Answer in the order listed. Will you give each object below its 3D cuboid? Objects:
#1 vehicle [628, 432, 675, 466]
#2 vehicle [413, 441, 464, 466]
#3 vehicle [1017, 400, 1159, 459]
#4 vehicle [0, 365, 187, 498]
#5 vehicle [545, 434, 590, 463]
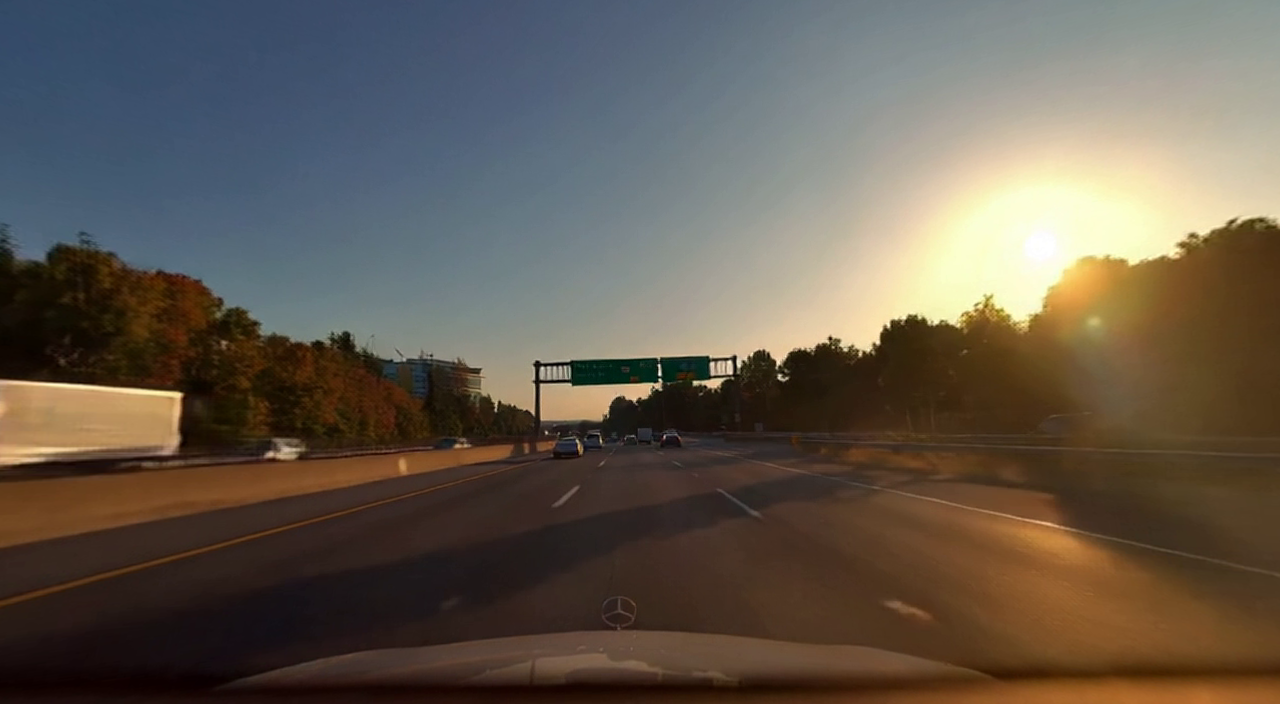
[{"bbox_3d":[0.494,4.732,31.000,2.086,1.554,3.875,0,-8,-2],"label":"vehicle"},{"bbox_3d":[-12.487,6.305,39.403,1.816,1.452,4.204,0,-8,0],"label":"vehicle"},{"bbox_3d":[21.041,3.750,30.096,2.232,2.540,6.015,0,-8,-1],"label":"vehicle"},{"bbox_3d":[-20.243,2.788,21.412,2.950,3.849,9.280,-2,-8,-1],"label":"vehicle"},{"bbox_3d":[-3.952,5.357,35.086,2.014,1.471,4.380,0,-8,-1],"label":"vehicle"}]
